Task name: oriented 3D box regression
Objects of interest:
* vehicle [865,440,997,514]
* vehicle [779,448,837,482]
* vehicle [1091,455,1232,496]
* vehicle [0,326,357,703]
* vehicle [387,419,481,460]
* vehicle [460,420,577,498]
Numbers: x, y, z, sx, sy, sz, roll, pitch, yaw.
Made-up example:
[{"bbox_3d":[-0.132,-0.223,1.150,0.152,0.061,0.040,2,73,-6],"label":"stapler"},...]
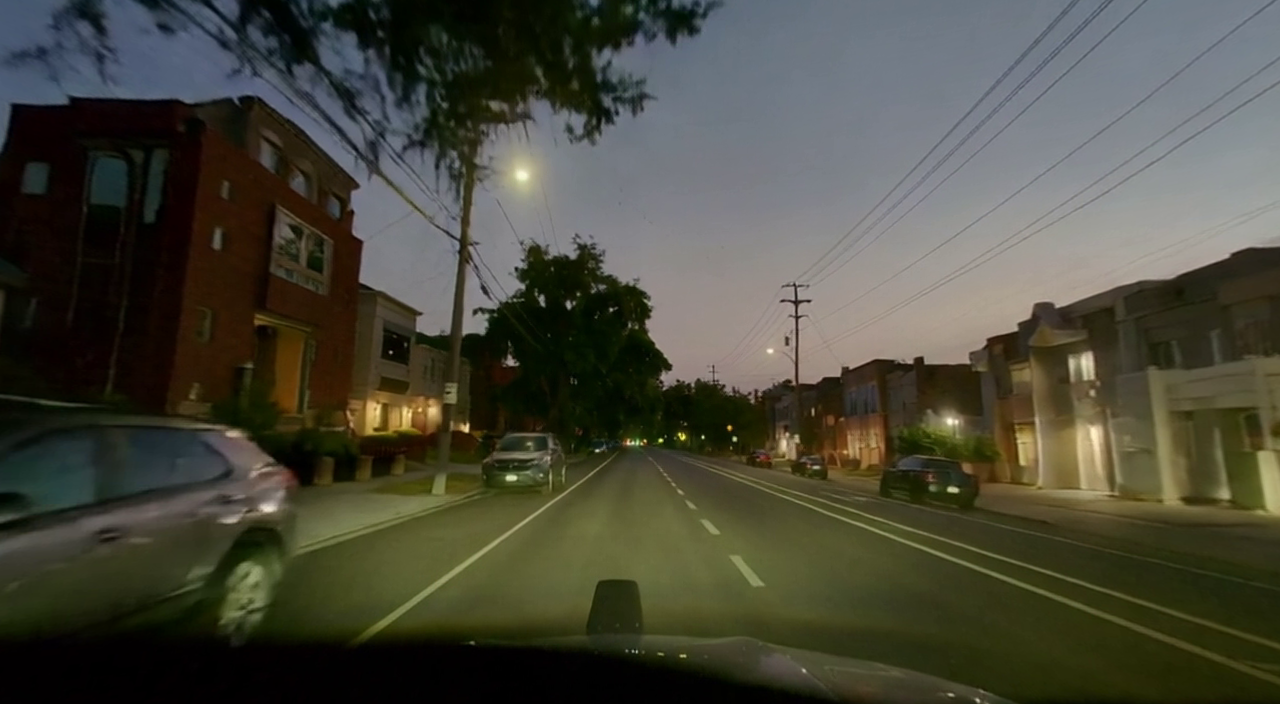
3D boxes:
[{"bbox_3d":[9.598,4.100,21.371,2.156,1.882,4.790,8,-8,1],"label":"vehicle"},{"bbox_3d":[9.644,6.468,36.544,1.977,1.495,4.800,8,-8,2],"label":"vehicle"},{"bbox_3d":[22.272,5.268,27.135,4.172,1.630,2.112,0,-9,-2],"label":"vehicle"},{"bbox_3d":[-3.439,0.847,2.758,2.127,1.737,4.961,0,-8,0],"label":"vehicle"},{"bbox_3d":[-11.276,4.796,34.712,4.314,1.790,2.035,3,-8,14],"label":"vehicle"},{"bbox_3d":[-3.304,3.065,18.561,2.290,1.924,5.536,0,-8,0],"label":"vehicle"}]
